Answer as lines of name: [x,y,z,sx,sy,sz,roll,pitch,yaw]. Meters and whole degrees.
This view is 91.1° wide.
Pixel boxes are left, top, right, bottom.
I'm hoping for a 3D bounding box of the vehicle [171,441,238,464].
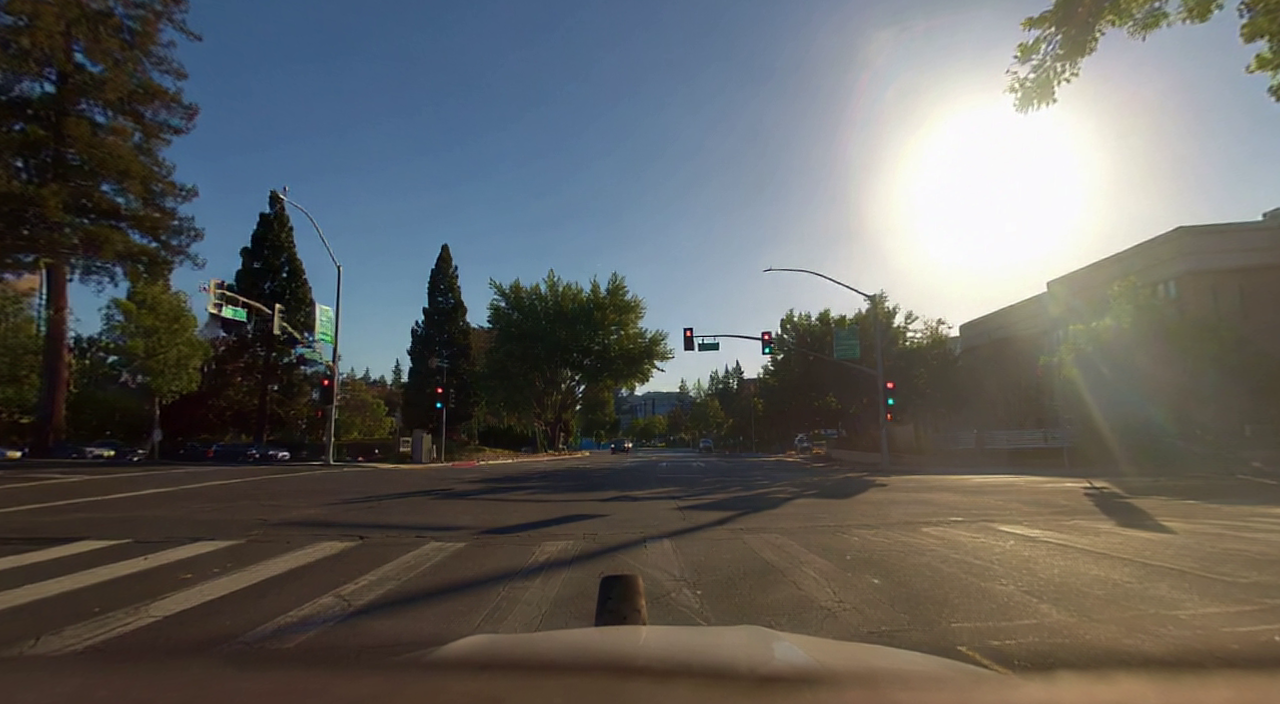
vehicle: [-29.124,6.710,42.074,1.696,1.431,3.686,-1,-8,3]
